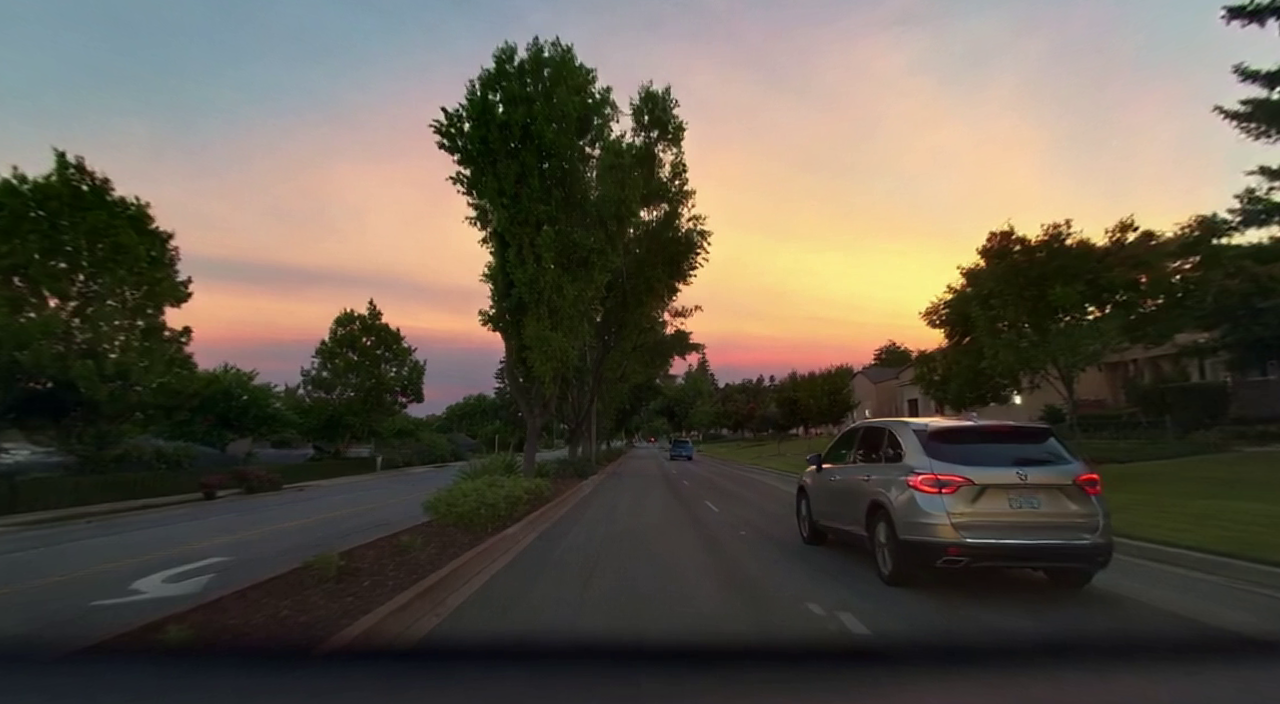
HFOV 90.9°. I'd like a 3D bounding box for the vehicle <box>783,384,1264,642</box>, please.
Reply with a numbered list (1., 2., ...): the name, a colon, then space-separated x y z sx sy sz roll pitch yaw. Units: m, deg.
1. vehicle: 3.183 1.448 6.747 2.180 1.773 4.639 0 -8 0
